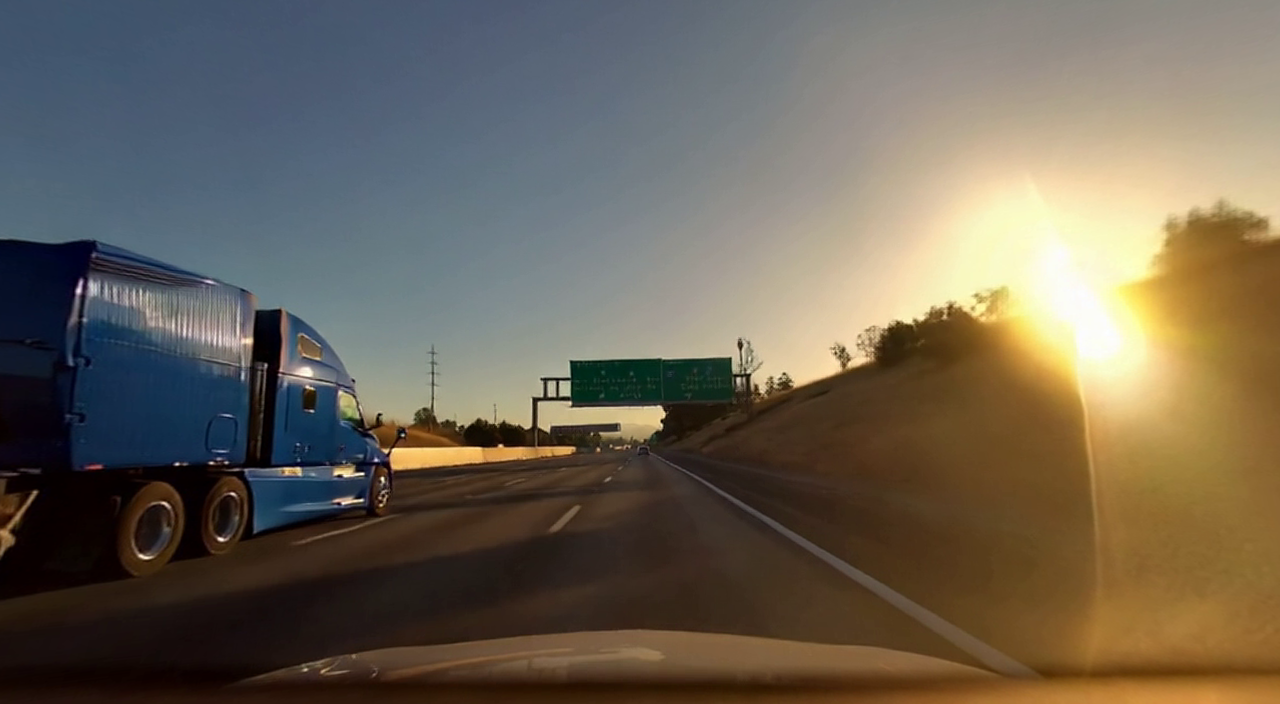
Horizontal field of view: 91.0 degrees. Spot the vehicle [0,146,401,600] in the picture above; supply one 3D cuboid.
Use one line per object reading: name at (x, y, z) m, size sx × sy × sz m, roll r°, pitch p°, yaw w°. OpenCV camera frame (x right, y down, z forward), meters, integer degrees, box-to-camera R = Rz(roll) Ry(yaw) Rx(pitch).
vehicle at (-6.982, 0.781, 9.557) m, size 2.996 × 3.947 × 8.600 m, roll 0°, pitch -9°, yaw 2°
